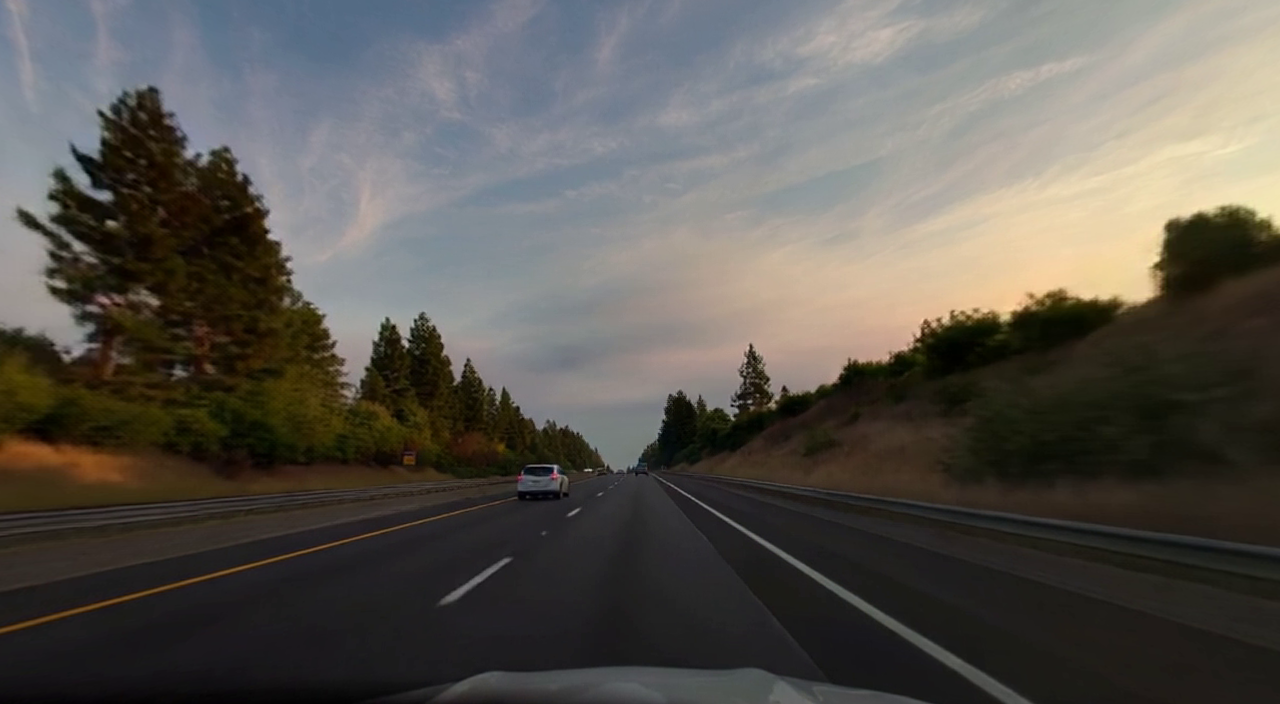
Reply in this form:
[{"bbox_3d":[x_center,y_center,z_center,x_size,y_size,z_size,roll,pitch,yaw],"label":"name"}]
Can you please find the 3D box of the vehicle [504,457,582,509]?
[{"bbox_3d":[-3.184,4.432,21.517,1.900,1.550,4.146,1,-10,1],"label":"vehicle"}]
